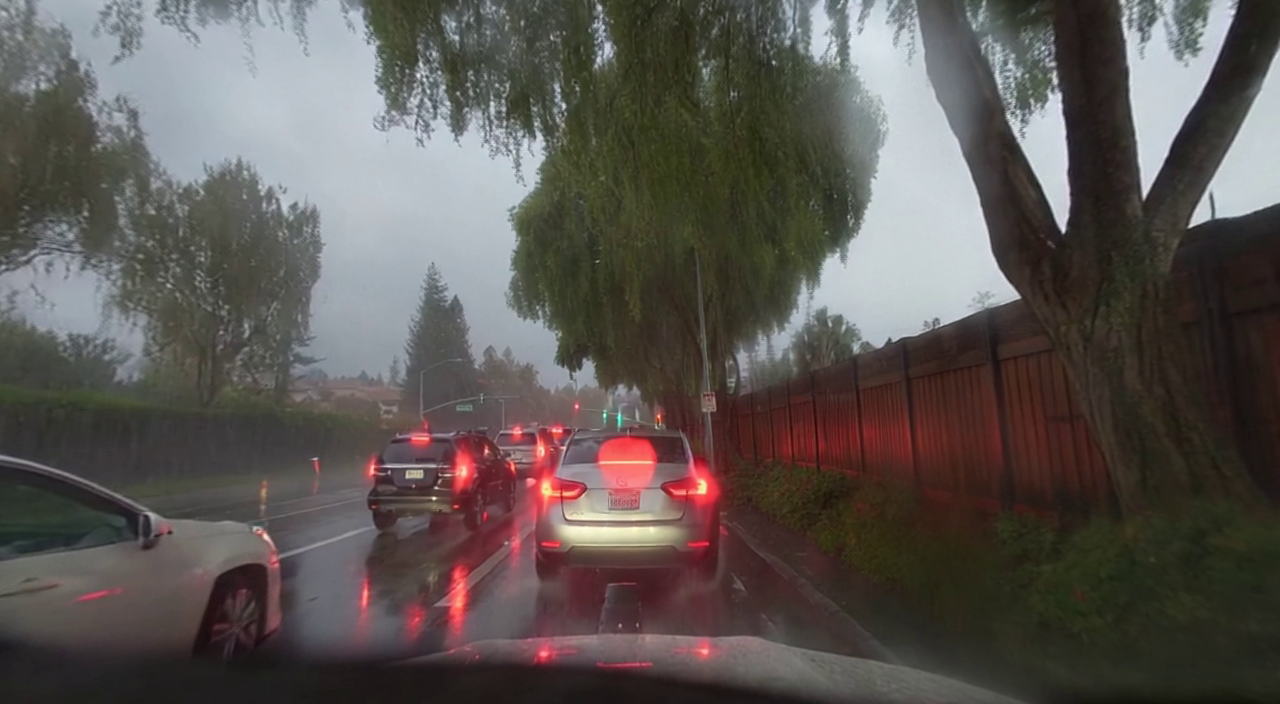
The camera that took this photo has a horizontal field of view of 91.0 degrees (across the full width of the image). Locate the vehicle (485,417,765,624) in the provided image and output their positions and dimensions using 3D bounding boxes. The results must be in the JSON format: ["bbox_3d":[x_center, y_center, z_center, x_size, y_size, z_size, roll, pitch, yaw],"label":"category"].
[{"bbox_3d":[-0.136,1.490,6.498,1.995,1.460,3.865,0,-8,-1],"label":"vehicle"}]

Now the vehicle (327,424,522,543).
[{"bbox_3d":[-3.225,2.036,10.311,1.850,1.582,3.688,0,-8,0],"label":"vehicle"}]

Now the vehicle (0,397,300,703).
[{"bbox_3d":[-3.157,0.841,1.604,1.980,1.520,4.636,0,-8,0],"label":"vehicle"}]
